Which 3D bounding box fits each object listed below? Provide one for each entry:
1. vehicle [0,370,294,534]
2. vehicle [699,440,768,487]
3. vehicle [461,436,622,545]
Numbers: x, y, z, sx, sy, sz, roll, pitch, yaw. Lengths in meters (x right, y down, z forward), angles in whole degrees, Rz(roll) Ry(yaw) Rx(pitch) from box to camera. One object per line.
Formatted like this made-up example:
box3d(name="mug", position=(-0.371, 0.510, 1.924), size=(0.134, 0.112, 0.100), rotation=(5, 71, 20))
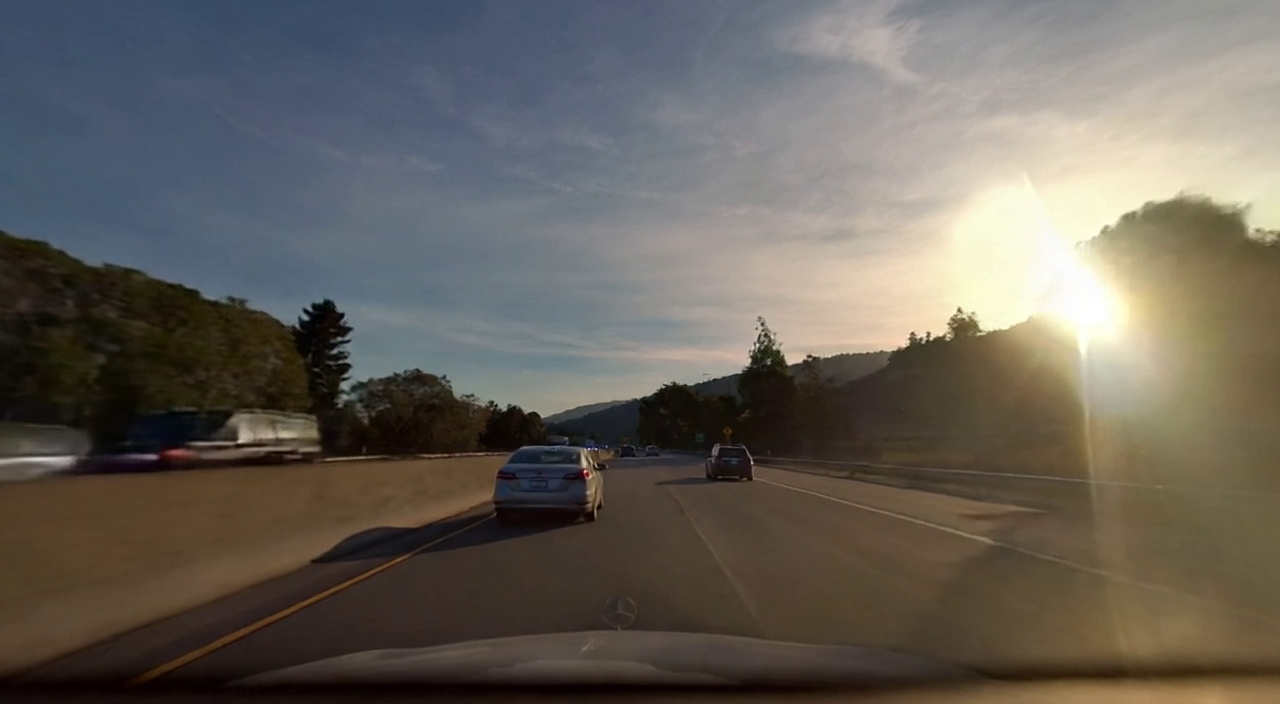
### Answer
box3d(name="vehicle", position=(-9.746, 1.950, 12.467), size=(2.391, 2.518, 5.577), rotation=(0, -9, 1))
box3d(name="vehicle", position=(3.297, 3.991, 22.705), size=(1.910, 1.554, 3.718), rotation=(0, -9, 0))
box3d(name="vehicle", position=(-1.419, 2.225, 10.761), size=(2.013, 1.479, 4.169), rotation=(0, -9, 1))
